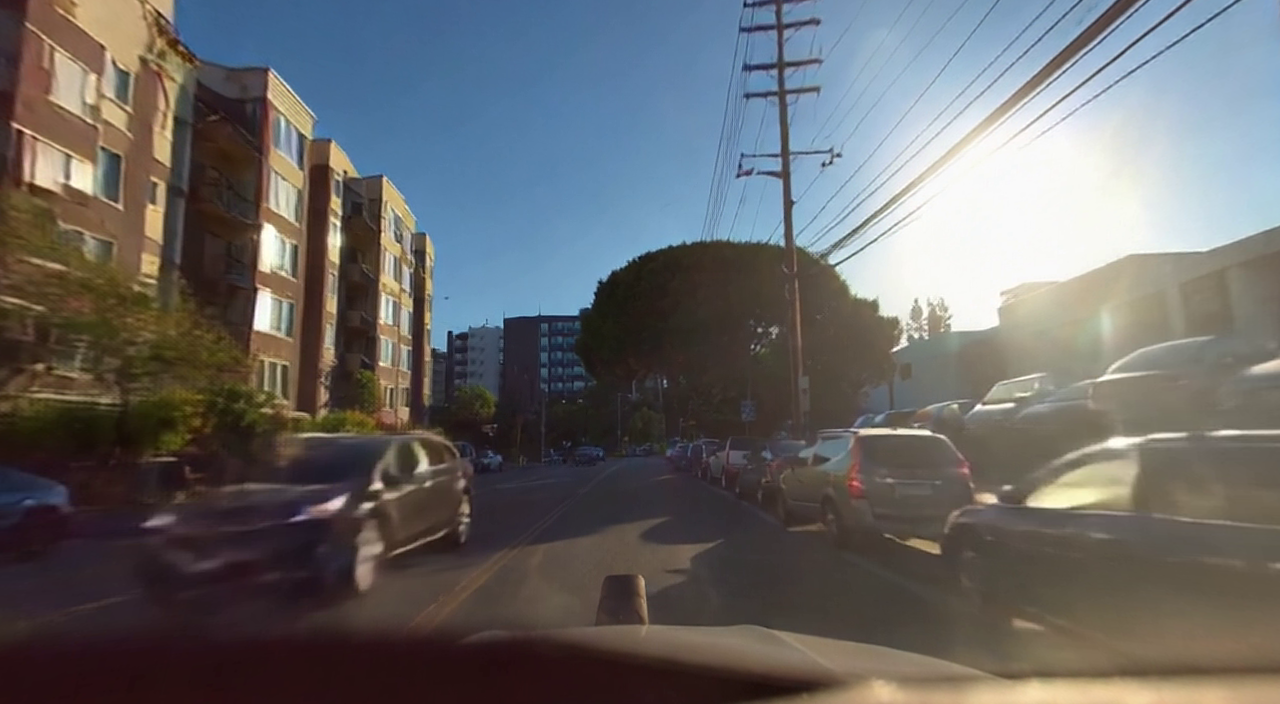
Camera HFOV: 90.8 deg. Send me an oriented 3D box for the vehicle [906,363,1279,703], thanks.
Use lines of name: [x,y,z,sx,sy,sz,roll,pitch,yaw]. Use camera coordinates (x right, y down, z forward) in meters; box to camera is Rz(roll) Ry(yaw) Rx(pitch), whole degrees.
vehicle: [3.472,1.043,3.623,1.936,1.641,4.434,0,-9,0]

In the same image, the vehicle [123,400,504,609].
vehicle: [-3.187,1.593,7.527,2.103,1.721,4.473,0,-8,0]

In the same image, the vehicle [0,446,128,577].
vehicle: [-9.746,2.119,7.956,4.703,1.523,1.988,-1,-7,-21]

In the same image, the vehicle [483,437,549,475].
vehicle: [-6.381,5.490,33.076,2.081,1.760,4.598,0,-11,6]

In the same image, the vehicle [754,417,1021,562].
vehicle: [3.210,1.876,9.369,2.037,1.622,4.270,0,-9,-3]
